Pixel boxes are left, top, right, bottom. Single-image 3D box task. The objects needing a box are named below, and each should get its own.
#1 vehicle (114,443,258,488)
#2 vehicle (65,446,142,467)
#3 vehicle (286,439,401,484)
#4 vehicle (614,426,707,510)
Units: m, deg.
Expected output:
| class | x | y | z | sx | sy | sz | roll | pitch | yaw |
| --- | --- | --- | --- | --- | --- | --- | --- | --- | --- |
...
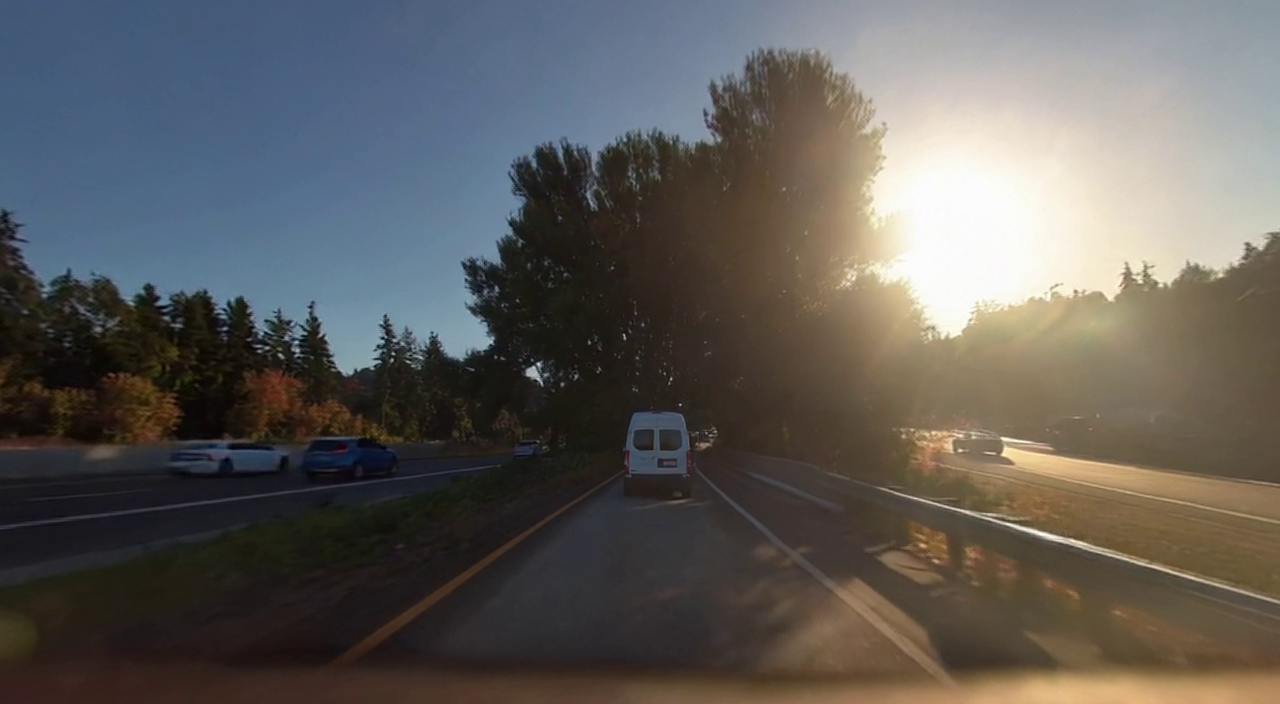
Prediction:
| class | x | y | z | sx | sy | sz | roll | pitch | yaw |
| --- | --- | --- | --- | --- | --- | --- | --- | --- | --- |
| vehicle | -16.700 | 4.163 | 23.538 | 1.933 | 1.485 | 4.454 | -1 | -8 | 3 |
| vehicle | -40.820 | 7.963 | 48.116 | 1.803 | 1.464 | 4.455 | -1 | -8 | 3 |
| vehicle | -12.296 | 4.544 | 26.689 | 2.050 | 1.676 | 5.319 | -1 | -8 | 3 |
| vehicle | 0.439 | 2.875 | 16.171 | 2.043 | 1.821 | 4.558 | 0 | -8 | 0 |
